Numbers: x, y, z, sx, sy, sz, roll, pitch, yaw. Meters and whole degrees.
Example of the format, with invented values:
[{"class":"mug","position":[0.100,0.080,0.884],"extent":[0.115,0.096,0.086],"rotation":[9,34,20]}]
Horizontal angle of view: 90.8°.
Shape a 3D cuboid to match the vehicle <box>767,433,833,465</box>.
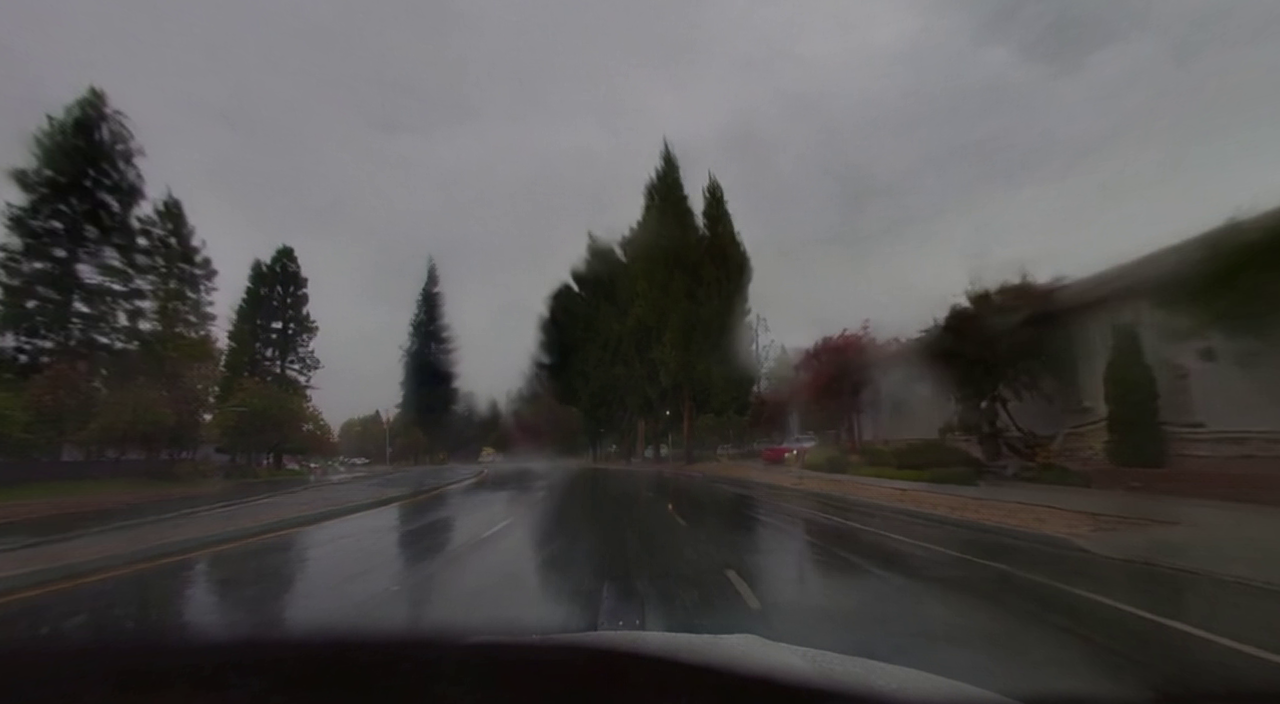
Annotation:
[{"class":"vehicle","position":[10.409,6.283,40.814],"extent":[2.110,1.863,4.977],"rotation":[-10,-12,38]}]
